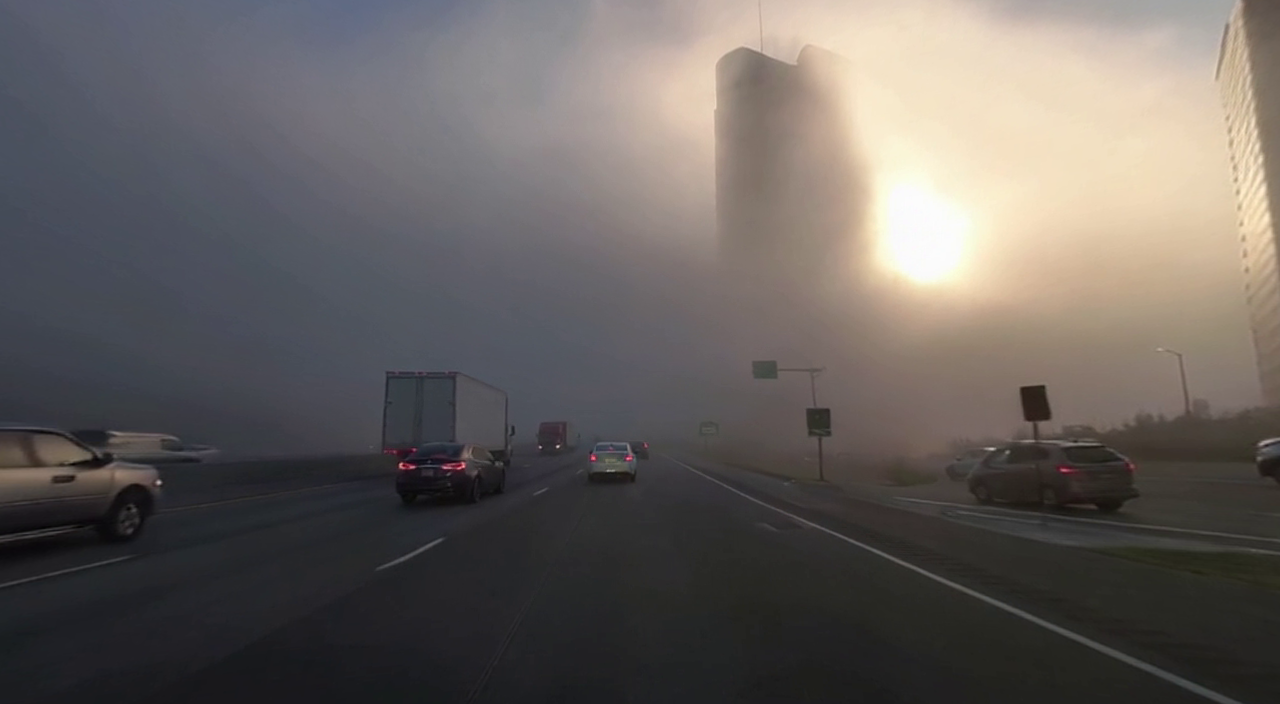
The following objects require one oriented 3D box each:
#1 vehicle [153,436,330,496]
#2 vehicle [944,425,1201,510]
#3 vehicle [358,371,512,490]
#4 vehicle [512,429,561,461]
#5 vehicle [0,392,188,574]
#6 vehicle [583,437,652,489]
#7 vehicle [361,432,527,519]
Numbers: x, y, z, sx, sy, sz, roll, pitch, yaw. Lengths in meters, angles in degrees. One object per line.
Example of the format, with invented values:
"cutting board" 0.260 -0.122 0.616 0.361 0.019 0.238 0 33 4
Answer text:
"vehicle" -11.111 3.194 18.101 1.987 1.495 4.710 0 -8 0
"vehicle" 11.694 3.139 17.744 2.415 1.972 5.572 2 -9 -15
"vehicle" -6.668 2.822 22.093 2.955 3.359 8.322 0 -8 -3
"vehicle" -6.994 6.353 43.040 2.339 2.059 5.359 0 -8 1
"vehicle" -7.563 1.343 6.489 2.190 1.821 4.800 0 -8 0
"vehicle" -0.641 3.492 20.150 1.991 1.488 3.922 0 -8 0
"vehicle" -3.818 2.482 13.204 2.016 1.497 4.235 0 -8 2
